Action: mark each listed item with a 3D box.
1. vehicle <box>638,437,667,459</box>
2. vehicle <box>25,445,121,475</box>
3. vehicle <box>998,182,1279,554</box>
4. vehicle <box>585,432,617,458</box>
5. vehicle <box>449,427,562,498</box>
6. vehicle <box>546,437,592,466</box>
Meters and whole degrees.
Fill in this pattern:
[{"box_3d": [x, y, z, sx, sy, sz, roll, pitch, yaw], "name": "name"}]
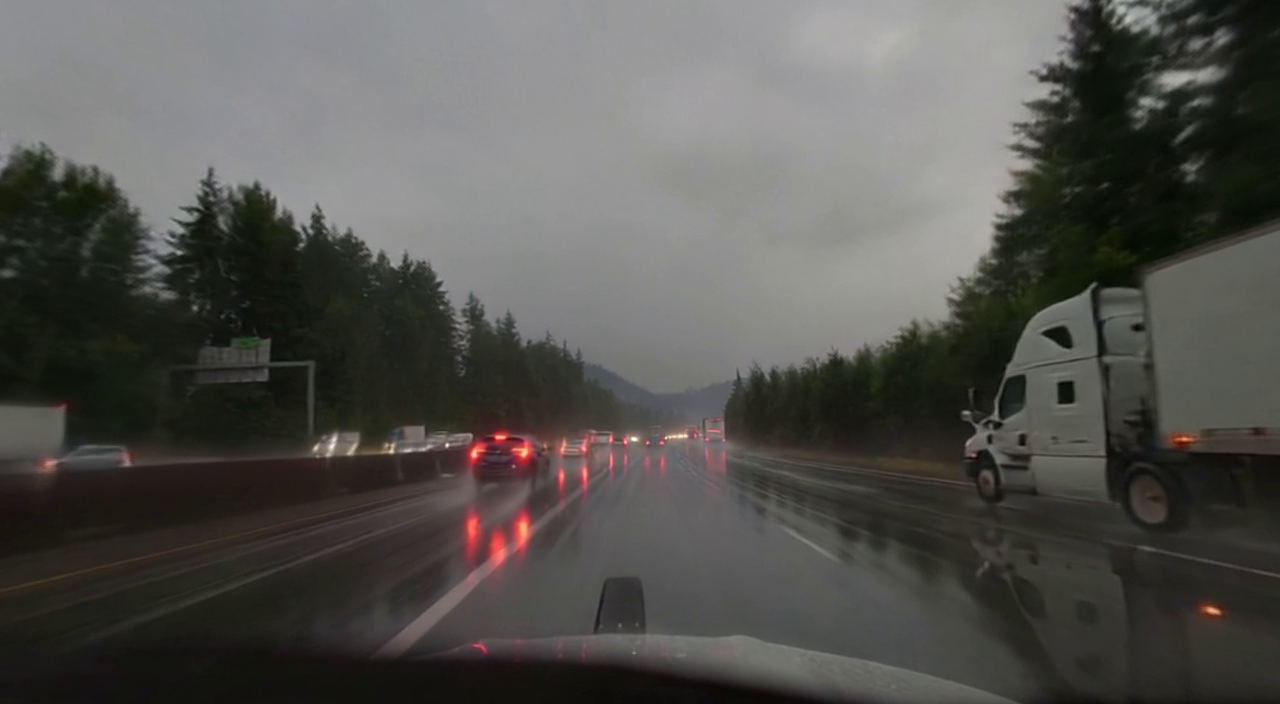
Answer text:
[{"box_3d": [0.857, 6.879, 45.334, 2.004, 1.465, 3.842, 0, -8, 0], "name": "vehicle"}, {"box_3d": [-28.022, 5.322, 31.287, 1.569, 1.354, 3.425, 0, -8, 0], "name": "vehicle"}, {"box_3d": [8.606, -0.085, 5.082, 2.866, 4.100, 14.057, 0, -8, -2], "name": "vehicle"}, {"box_3d": [-2.856, 6.930, 47.003, 2.064, 1.826, 4.263, 0, -8, 1], "name": "vehicle"}, {"box_3d": [-3.377, 2.849, 16.761, 2.137, 1.618, 4.209, 0, -8, -1], "name": "vehicle"}, {"box_3d": [-3.785, 5.363, 34.337, 2.013, 1.460, 4.027, 0, -8, 1], "name": "vehicle"}]
